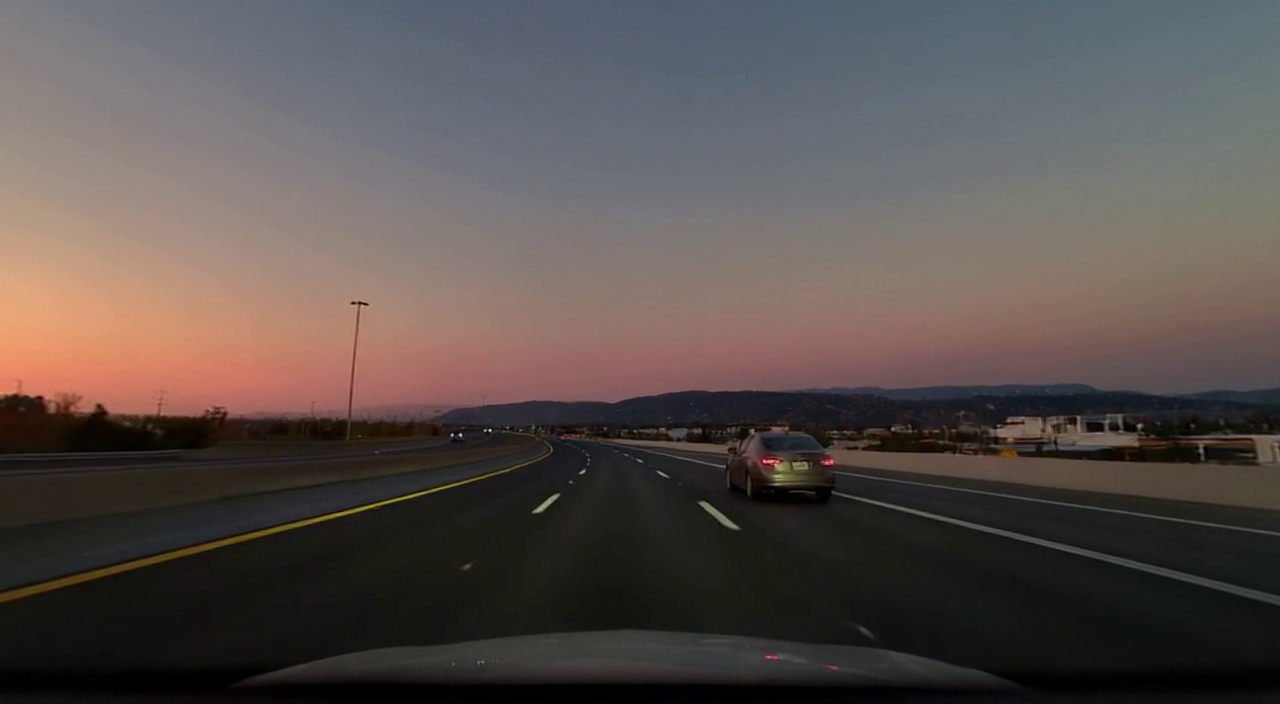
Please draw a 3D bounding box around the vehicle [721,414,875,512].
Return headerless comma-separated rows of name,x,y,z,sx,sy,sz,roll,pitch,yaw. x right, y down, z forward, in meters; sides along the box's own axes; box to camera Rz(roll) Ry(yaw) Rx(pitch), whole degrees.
vehicle,3.090,2.289,13.383,2.059,1.715,4.192,0,-8,-2
